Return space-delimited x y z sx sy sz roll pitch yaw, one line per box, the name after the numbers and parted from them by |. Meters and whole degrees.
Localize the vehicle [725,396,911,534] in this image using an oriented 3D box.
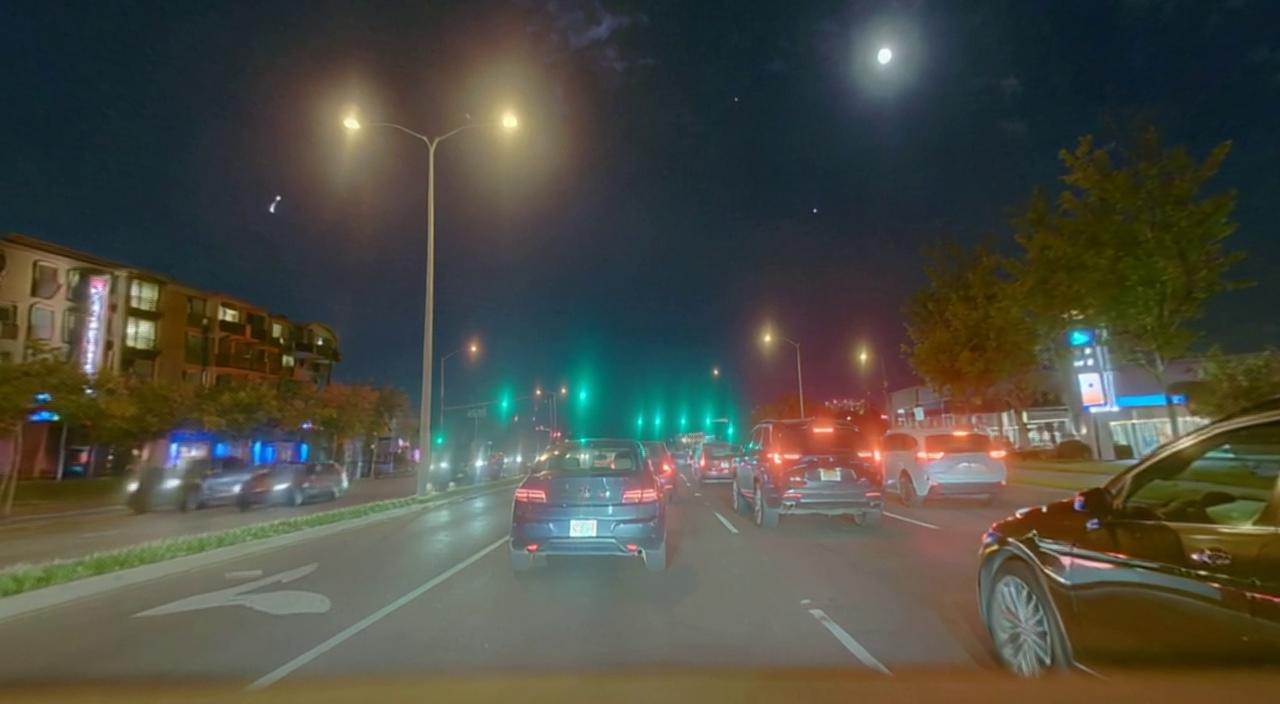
3.615 2.465 14.315 2.516 2.481 5.766 0 -8 0 | vehicle

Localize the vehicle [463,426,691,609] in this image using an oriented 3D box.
-0.563 1.845 7.928 2.111 1.676 4.018 0 -8 1 | vehicle

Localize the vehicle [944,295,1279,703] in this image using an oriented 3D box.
3.148 0.810 2.177 1.982 1.960 4.427 0 -9 1 | vehicle

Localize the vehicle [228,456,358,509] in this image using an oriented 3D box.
-12.597 4.717 23.222 2.005 1.660 4.676 0 -9 1 | vehicle

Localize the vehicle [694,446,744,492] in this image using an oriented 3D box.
3.095 4.622 25.267 1.518 1.650 4.408 0 -9 1 | vehicle

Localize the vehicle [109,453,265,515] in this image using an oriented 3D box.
-16.228 4.695 22.882 2.077 1.925 4.626 0 -9 2 | vehicle
